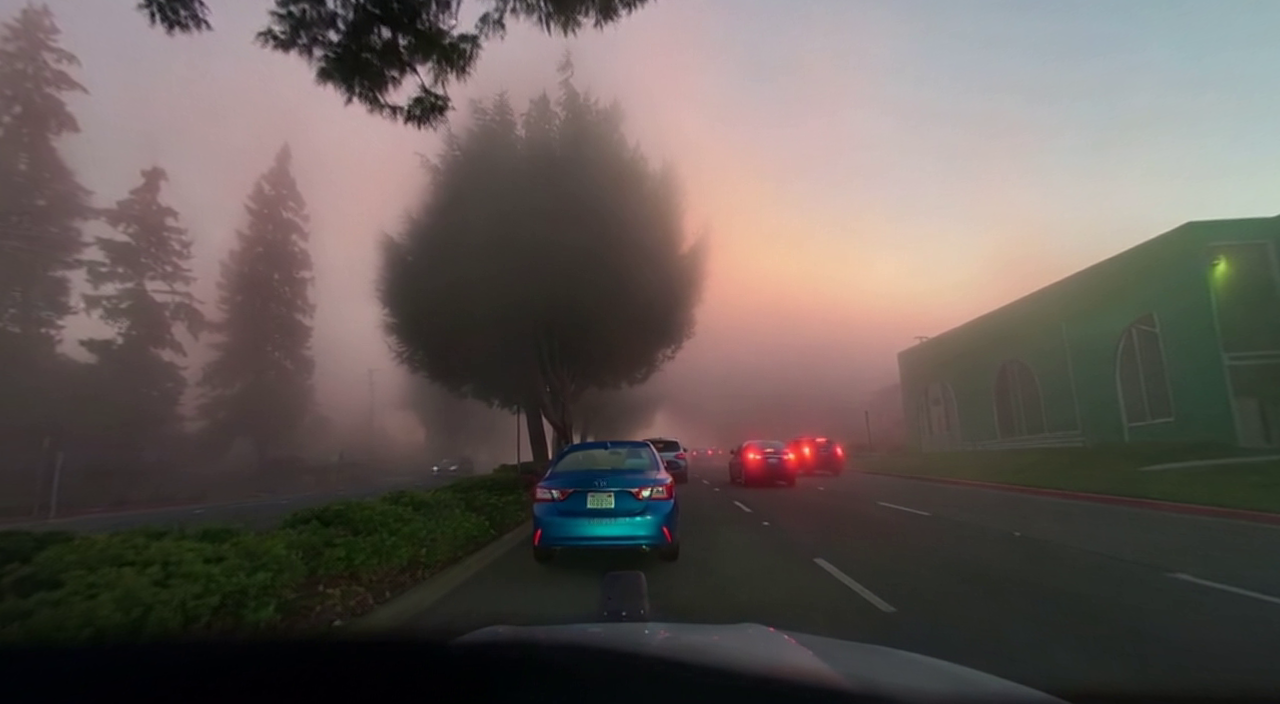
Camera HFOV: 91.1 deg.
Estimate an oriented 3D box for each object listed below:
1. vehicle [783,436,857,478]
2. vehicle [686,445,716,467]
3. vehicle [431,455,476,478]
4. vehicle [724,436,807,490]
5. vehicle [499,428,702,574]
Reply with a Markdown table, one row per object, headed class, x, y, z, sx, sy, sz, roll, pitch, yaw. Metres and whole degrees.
| class | x | y | z | sx | sy | sz | roll | pitch | yaw |
| --- | --- | --- | --- | --- | --- | --- | --- | --- | --- |
| vehicle | 7.978 | 4.709 | 28.345 | 2.064 | 1.747 | 4.372 | 0 | -9 | 1 |
| vehicle | 4.733 | 8.134 | 49.220 | 1.946 | 1.648 | 4.230 | 0 | -9 | 0 |
| vehicle | -13.647 | 8.407 | 46.280 | 1.900 | 1.508 | 4.459 | 0 | -9 | 0 |
| vehicle | 4.143 | 3.726 | 21.494 | 1.971 | 1.637 | 4.317 | 0 | -9 | 1 |
| vehicle | -0.394 | 1.861 | 8.617 | 2.111 | 1.506 | 4.018 | 0 | -9 | 1 |
